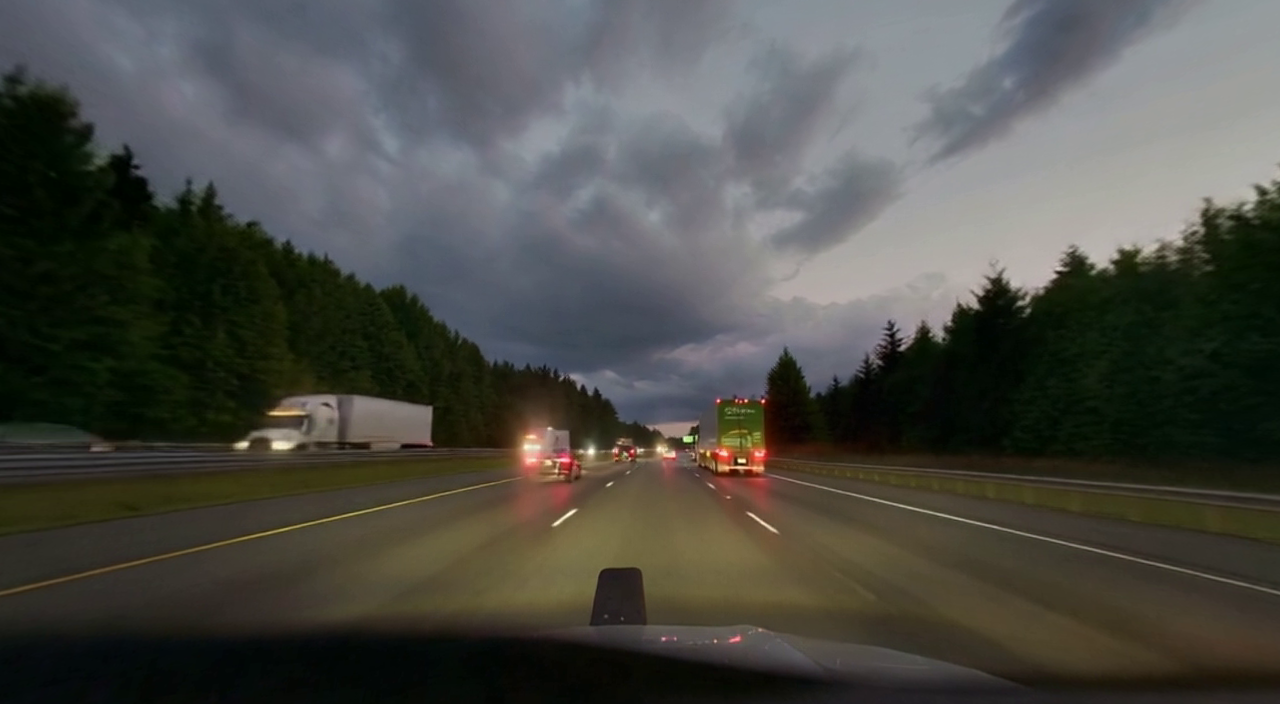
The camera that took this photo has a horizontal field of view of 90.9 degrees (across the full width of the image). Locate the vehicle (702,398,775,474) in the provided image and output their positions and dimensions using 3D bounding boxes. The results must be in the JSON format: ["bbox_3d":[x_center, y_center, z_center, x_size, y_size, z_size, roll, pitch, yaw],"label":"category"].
[{"bbox_3d":[5.926,5.529,40.524,3.057,3.993,13.914,0,-9,3],"label":"vehicle"}]

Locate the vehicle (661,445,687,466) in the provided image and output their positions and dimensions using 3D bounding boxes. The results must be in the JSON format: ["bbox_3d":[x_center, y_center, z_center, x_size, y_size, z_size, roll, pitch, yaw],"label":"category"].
[{"bbox_3d":[2.681,8.182,49.849,1.990,1.537,3.725,0,-9,3],"label":"vehicle"}]

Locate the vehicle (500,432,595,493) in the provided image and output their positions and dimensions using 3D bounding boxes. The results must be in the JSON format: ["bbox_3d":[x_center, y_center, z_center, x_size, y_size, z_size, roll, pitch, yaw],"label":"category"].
[{"bbox_3d":[-2.823,3.513,20.338,2.205,1.728,4.397,0,-9,3],"label":"vehicle"}]

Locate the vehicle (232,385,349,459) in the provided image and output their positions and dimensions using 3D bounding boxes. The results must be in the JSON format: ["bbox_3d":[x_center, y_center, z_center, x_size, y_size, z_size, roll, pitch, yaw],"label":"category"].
[{"bbox_3d":[-19.830,4.128,36.211,2.955,3.915,5.783,0,-9,4],"label":"vehicle"}]
